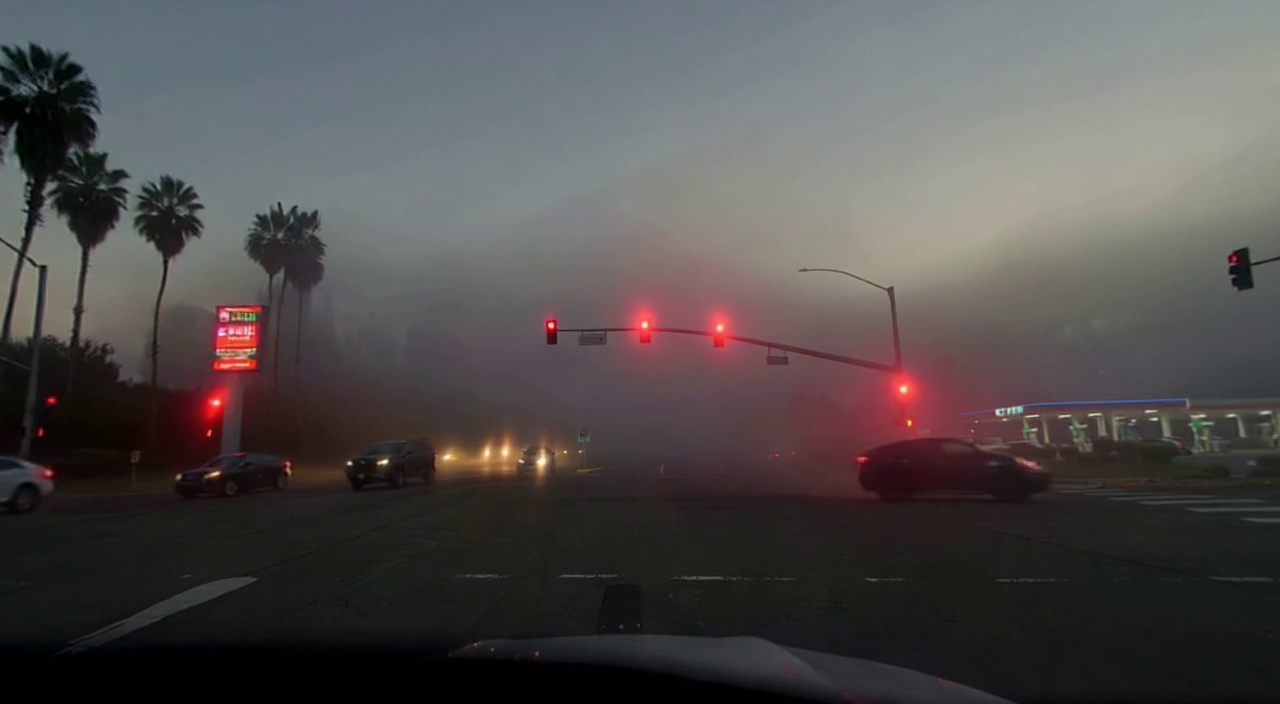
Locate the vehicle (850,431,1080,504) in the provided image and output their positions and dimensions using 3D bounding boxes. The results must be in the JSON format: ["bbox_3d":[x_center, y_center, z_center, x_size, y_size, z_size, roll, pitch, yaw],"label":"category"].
[{"bbox_3d":[8.109,2.929,16.382,4.938,1.651,2.138,-3,-9,19],"label":"vehicle"}]

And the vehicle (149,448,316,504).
[{"bbox_3d":[-11.844,3.602,18.830,1.966,1.455,4.493,0,-9,0],"label":"vehicle"}]

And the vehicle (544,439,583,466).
[{"bbox_3d":[-5.215,6.903,43.566,1.929,1.719,4.892,0,-9,1],"label":"vehicle"}]

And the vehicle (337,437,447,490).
[{"bbox_3d":[-8.557,3.878,22.273,2.156,1.662,4.186,0,-9,-1],"label":"vehicle"}]

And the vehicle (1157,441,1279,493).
[{"bbox_3d":[18.724,3.401,18.830,5.015,1.446,1.862,0,-9,-3],"label":"vehicle"}]

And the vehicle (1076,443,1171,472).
[{"bbox_3d":[24.246,5.300,31.746,3.474,1.376,1.538,0,-9,-2],"label":"vehicle"}]

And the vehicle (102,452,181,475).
[{"bbox_3d":[-35.257,7.868,44.832,1.886,1.523,4.581,0,-9,-1],"label":"vehicle"}]

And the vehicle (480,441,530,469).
[{"bbox_3d":[-8.564,6.567,40.440,2.124,1.701,4.551,0,-9,1],"label":"vehicle"}]

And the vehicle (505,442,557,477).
[{"bbox_3d":[-5.025,5.014,29.753,1.983,1.464,4.579,1,-9,-4],"label":"vehicle"}]
